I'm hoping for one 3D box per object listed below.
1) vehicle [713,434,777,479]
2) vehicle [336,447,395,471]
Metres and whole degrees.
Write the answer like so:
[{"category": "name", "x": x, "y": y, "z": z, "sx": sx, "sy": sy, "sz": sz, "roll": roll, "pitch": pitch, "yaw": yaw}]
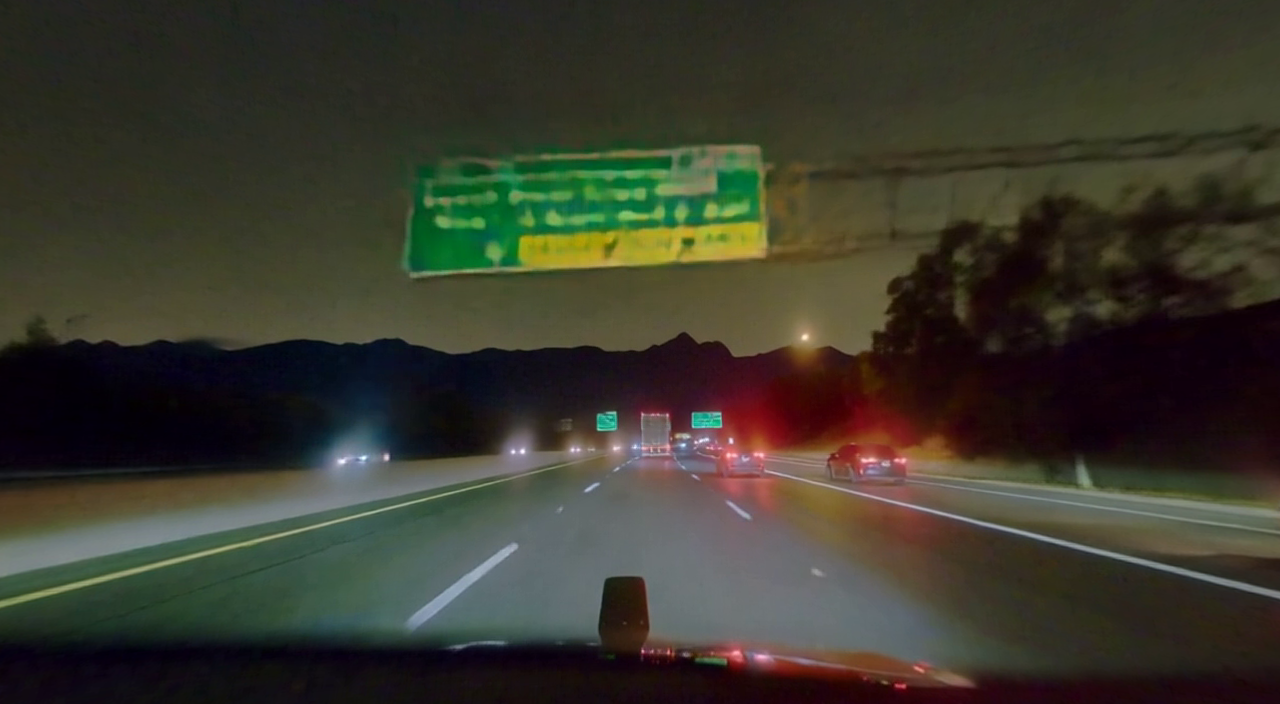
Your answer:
[{"category": "vehicle", "x": 4.112, "y": 4.148, "z": 25.274, "sx": 1.880, "sy": 1.624, "sz": 3.941, "roll": 0, "pitch": -8, "yaw": 0}, {"category": "vehicle", "x": -18.945, "y": 7.390, "z": 43.764, "sx": 1.944, "sy": 1.487, "sz": 4.621, "roll": -1, "pitch": -8, "yaw": 2}]
